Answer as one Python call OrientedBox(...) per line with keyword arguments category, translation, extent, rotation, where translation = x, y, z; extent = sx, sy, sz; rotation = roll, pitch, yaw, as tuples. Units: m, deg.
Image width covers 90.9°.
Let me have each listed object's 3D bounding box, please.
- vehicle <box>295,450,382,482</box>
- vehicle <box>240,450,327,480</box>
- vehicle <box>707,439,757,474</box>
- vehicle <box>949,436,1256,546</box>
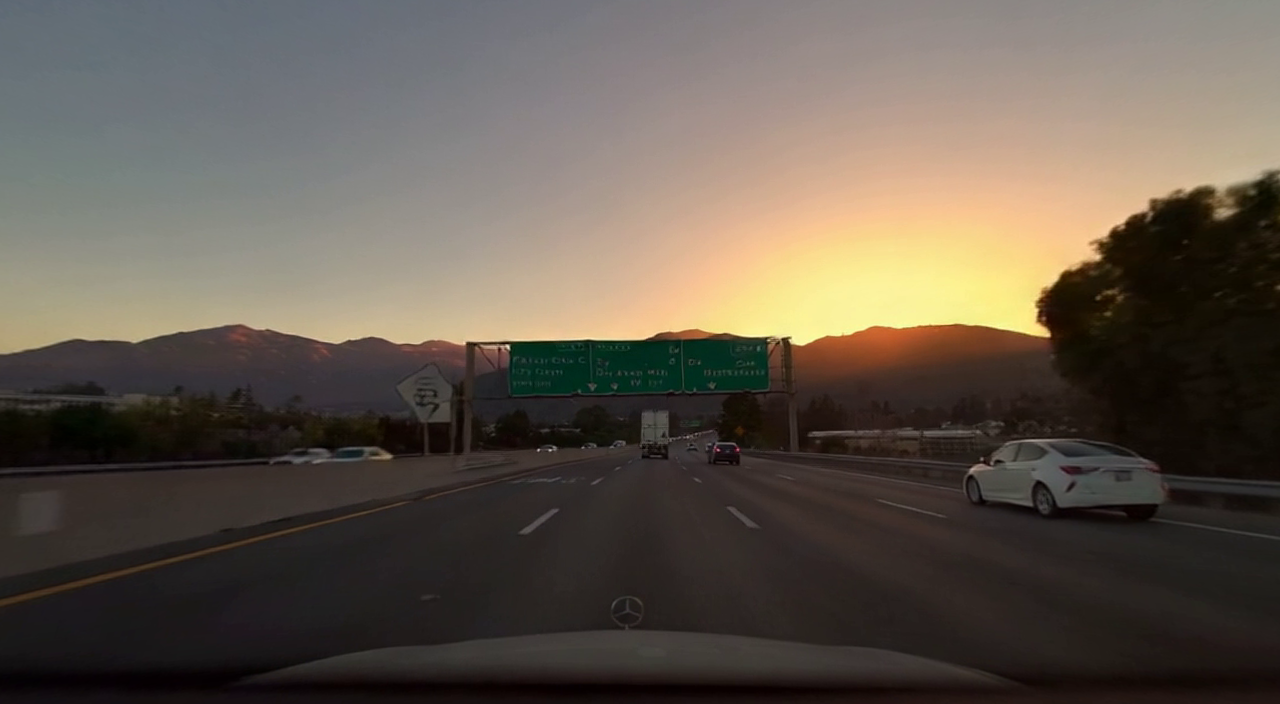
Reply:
OrientedBox(category="vehicle", translation=(-15.207, 5.744, 32.074), extent=(2.011, 1.473, 4.649), rotation=(0, -9, 2))
OrientedBox(category="vehicle", translation=(-19.152, 6.056, 34.102), extent=(1.956, 1.472, 4.506), rotation=(0, -9, 2))
OrientedBox(category="vehicle", translation=(4.472, 5.157, 31.255), extent=(1.880, 1.624, 3.941), rotation=(0, -8, 0))
OrientedBox(category="vehicle", translation=(7.236, 2.180, 10.582), extent=(1.982, 1.440, 4.171), rotation=(0, -8, 0))
